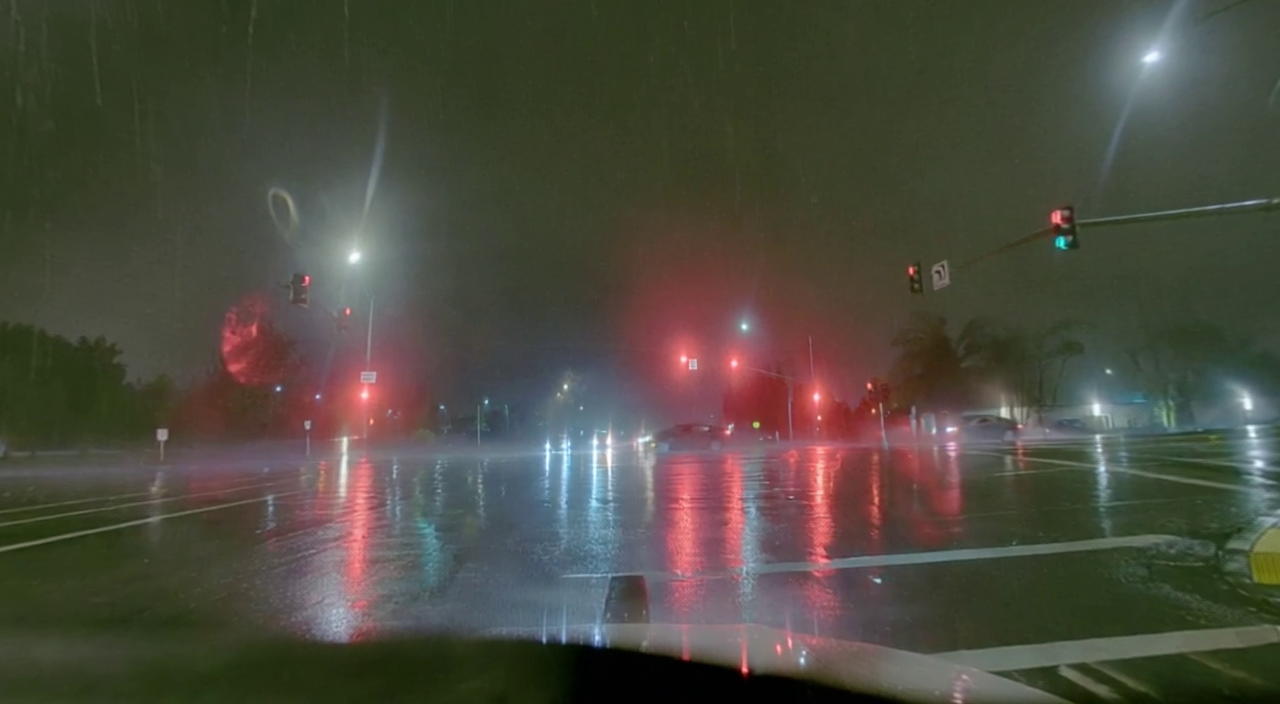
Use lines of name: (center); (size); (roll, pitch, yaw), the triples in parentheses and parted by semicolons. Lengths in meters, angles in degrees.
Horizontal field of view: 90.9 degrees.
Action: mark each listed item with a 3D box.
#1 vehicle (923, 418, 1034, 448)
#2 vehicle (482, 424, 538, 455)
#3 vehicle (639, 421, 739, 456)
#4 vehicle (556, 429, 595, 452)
vehicle: (16.718, 4.043, 31.251); (4.510, 1.431, 1.884); (1, -9, -7)
vehicle: (-8.309, 5.731, 40.884); (2.000, 1.864, 5.044); (-1, -9, 7)
vehicle: (2.227, 4.050, 29.568); (4.407, 1.569, 1.859); (1, -9, -4)
vehicle: (-4.404, 6.173, 43.770); (1.919, 1.467, 4.086); (-1, -9, 6)
